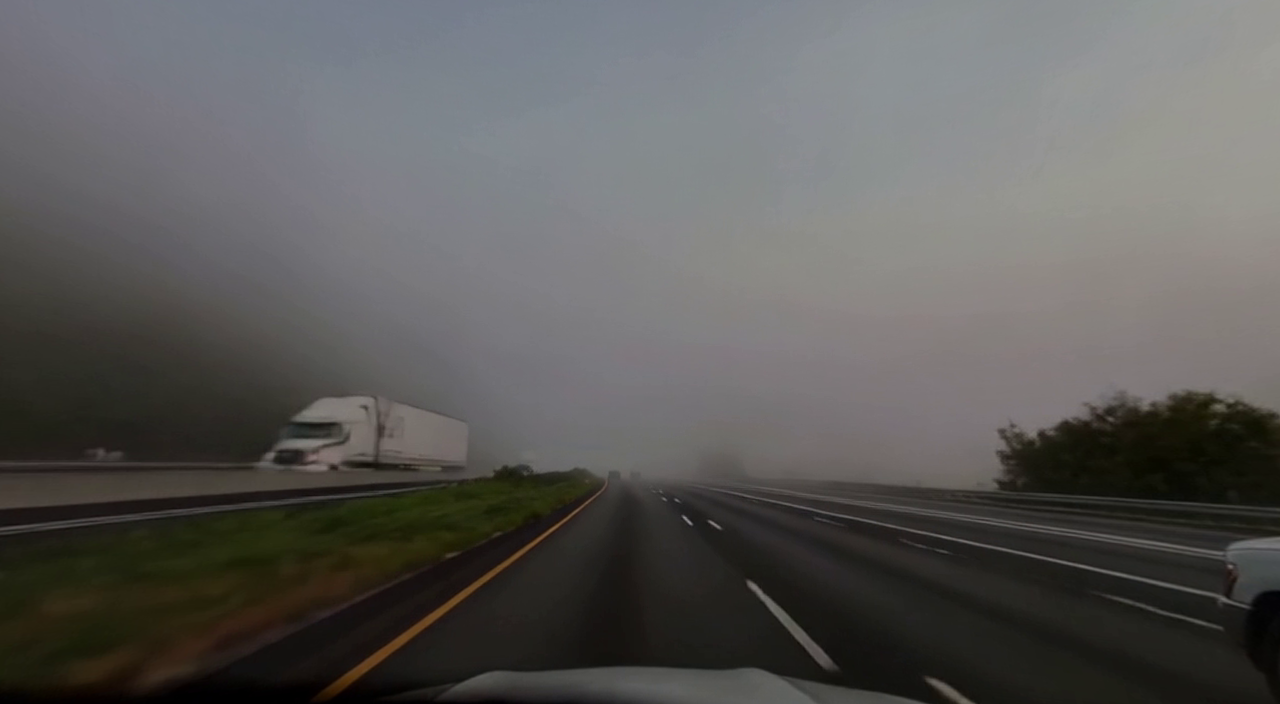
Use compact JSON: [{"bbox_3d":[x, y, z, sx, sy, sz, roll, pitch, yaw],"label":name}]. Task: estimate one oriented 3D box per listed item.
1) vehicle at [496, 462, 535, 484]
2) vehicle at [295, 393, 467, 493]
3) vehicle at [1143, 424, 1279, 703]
[{"bbox_3d":[-9.590,9.356,48.648,2.176,1.548,4.347,1,-10,-2],"label":"vehicle"},{"bbox_3d":[-13.258,5.361,35.074,2.975,4.187,16.809,1,-10,-2],"label":"vehicle"},{"bbox_3d":[4.083,0.838,1.464,1.965,1.502,4.599,1,-10,0],"label":"vehicle"}]
